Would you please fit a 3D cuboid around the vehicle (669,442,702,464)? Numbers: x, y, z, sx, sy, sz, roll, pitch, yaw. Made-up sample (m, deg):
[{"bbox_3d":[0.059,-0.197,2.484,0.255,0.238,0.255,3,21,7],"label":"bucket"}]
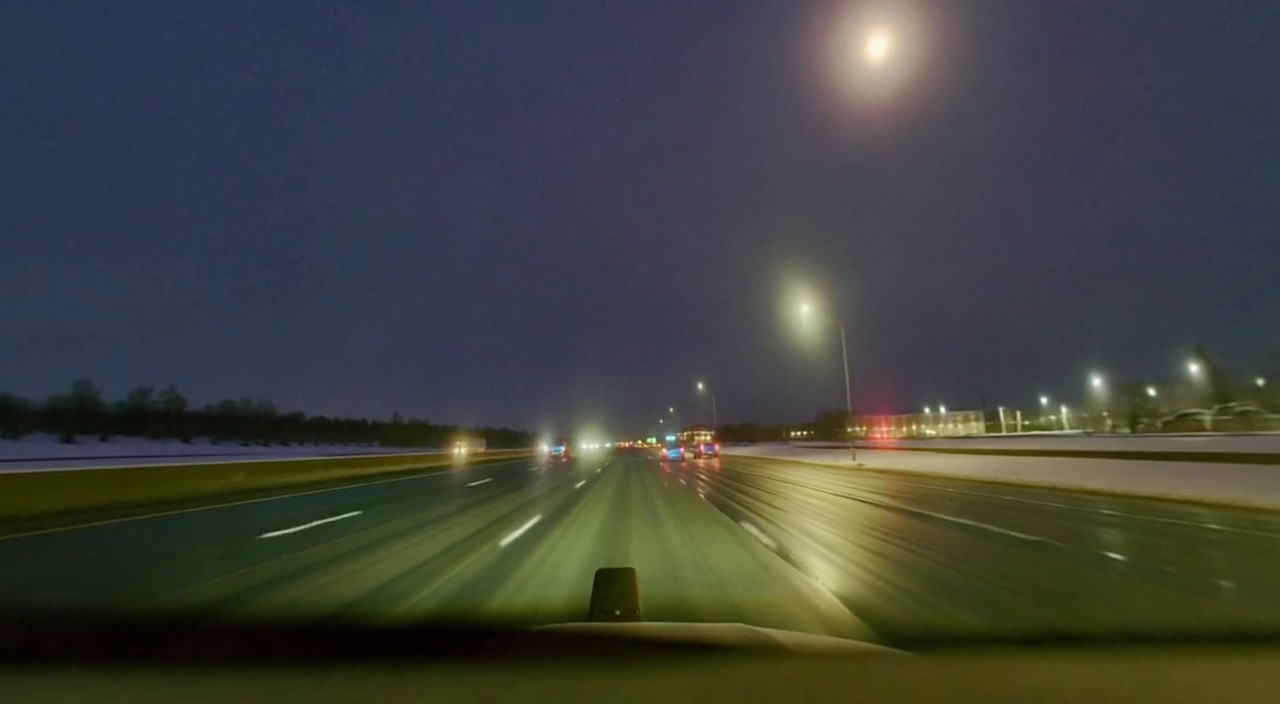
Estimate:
[{"bbox_3d":[3.281,7.351,46.187,2.000,1.533,3.770,0,-8,-1],"label":"vehicle"}]
